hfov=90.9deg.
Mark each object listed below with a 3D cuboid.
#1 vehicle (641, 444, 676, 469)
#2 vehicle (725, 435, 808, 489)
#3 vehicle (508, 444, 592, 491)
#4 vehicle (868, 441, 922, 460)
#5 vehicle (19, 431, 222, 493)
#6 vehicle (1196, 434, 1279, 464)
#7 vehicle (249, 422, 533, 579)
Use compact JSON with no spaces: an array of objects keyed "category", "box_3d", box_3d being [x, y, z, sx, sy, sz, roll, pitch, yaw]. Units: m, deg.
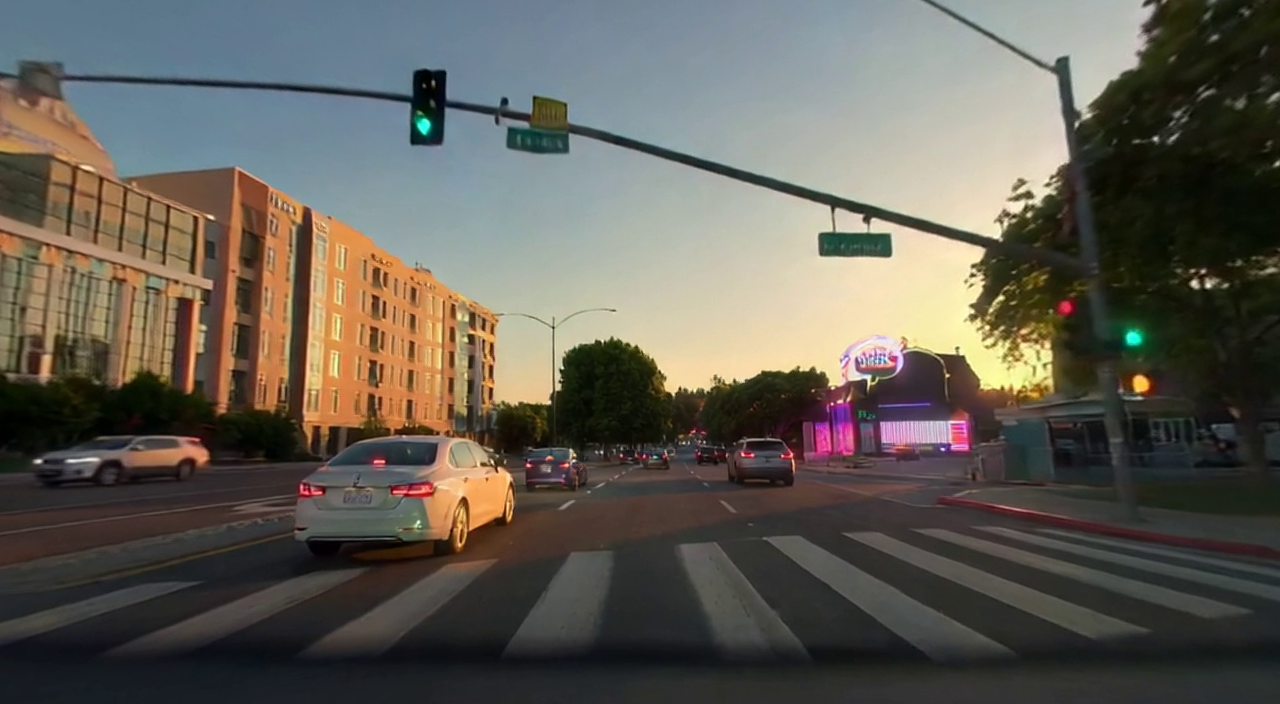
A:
[{"category":"vehicle","box_3d":[1.228,6.678,40.428,2.164,1.477,3.988,-1,-8,3]},{"category":"vehicle","box_3d":[4.275,3.788,22.035,2.103,1.699,4.171,-1,-8,1]},{"category":"vehicle","box_3d":[-2.964,3.900,21.687,1.980,1.454,4.226,-1,-8,4]},{"category":"vehicle","box_3d":[19.307,7.448,47.717,3.368,1.389,1.595,0,-8,-7]},{"category":"vehicle","box_3d":[-18.975,4.035,23.605,2.359,1.973,5.881,-1,-8,3]},{"category":"vehicle","box_3d":[32.112,5.076,33.055,1.842,1.448,4.443,-1,-8,1]},{"category":"vehicle","box_3d":[-2.918,1.846,8.705,2.118,1.568,4.436,0,-8,0]}]
